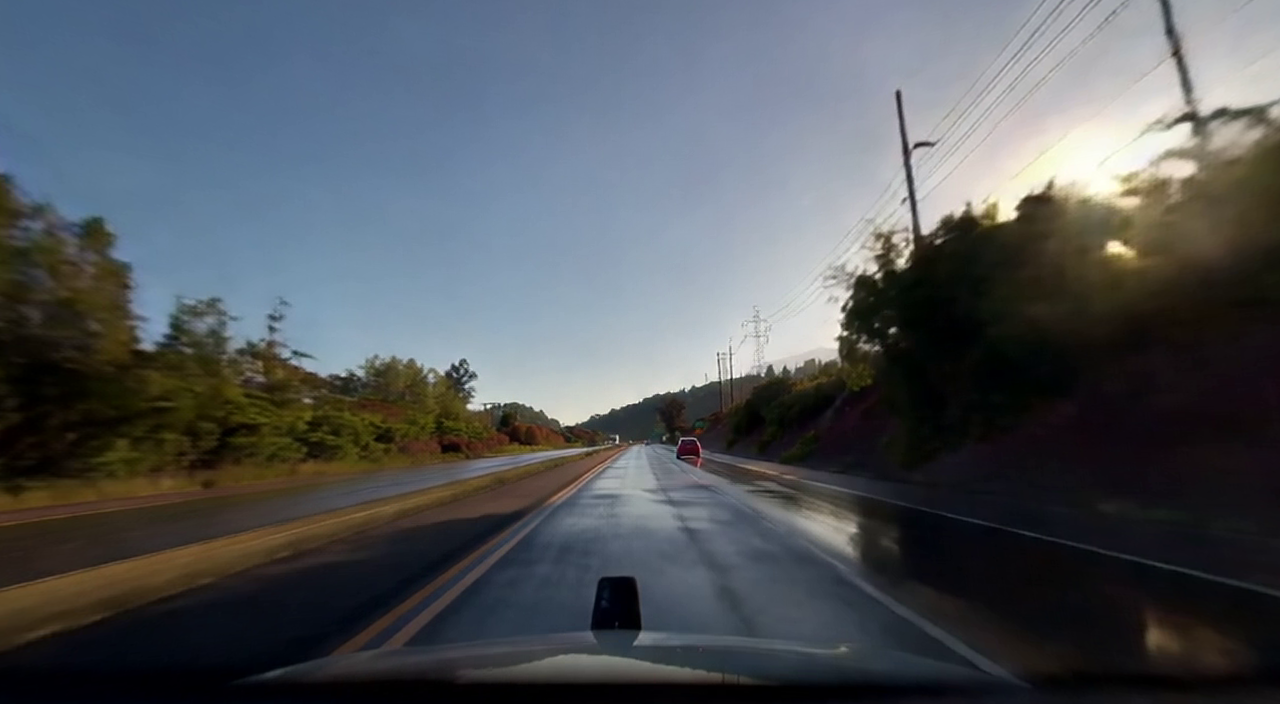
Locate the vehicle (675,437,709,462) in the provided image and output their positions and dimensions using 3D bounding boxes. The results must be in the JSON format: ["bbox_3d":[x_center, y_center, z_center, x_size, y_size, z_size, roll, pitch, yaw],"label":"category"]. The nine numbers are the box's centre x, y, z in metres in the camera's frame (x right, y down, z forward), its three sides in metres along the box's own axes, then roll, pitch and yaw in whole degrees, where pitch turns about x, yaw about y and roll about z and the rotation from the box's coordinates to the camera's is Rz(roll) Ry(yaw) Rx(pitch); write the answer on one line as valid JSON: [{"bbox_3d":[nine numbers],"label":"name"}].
[{"bbox_3d":[3.473,6.564,42.740,1.977,1.581,4.428,-1,-8,0],"label":"vehicle"}]
